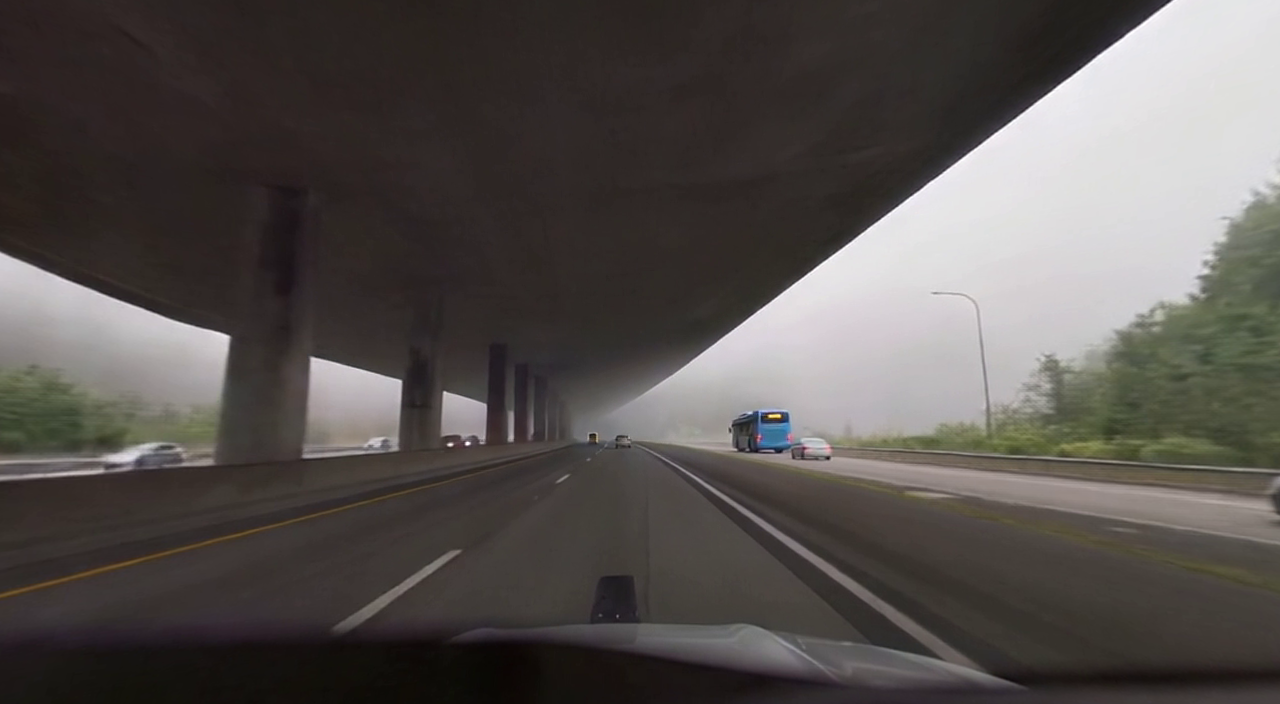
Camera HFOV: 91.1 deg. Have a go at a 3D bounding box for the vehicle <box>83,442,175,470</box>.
[{"bbox_3d":[-29.080,5.916,35.940,1.743,1.429,4.050,0,-8,1],"label":"vehicle"}]

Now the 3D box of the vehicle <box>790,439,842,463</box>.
[{"bbox_3d":[10.648,5.981,38.323,1.866,1.359,4.218,0,-8,-2],"label":"vehicle"}]
